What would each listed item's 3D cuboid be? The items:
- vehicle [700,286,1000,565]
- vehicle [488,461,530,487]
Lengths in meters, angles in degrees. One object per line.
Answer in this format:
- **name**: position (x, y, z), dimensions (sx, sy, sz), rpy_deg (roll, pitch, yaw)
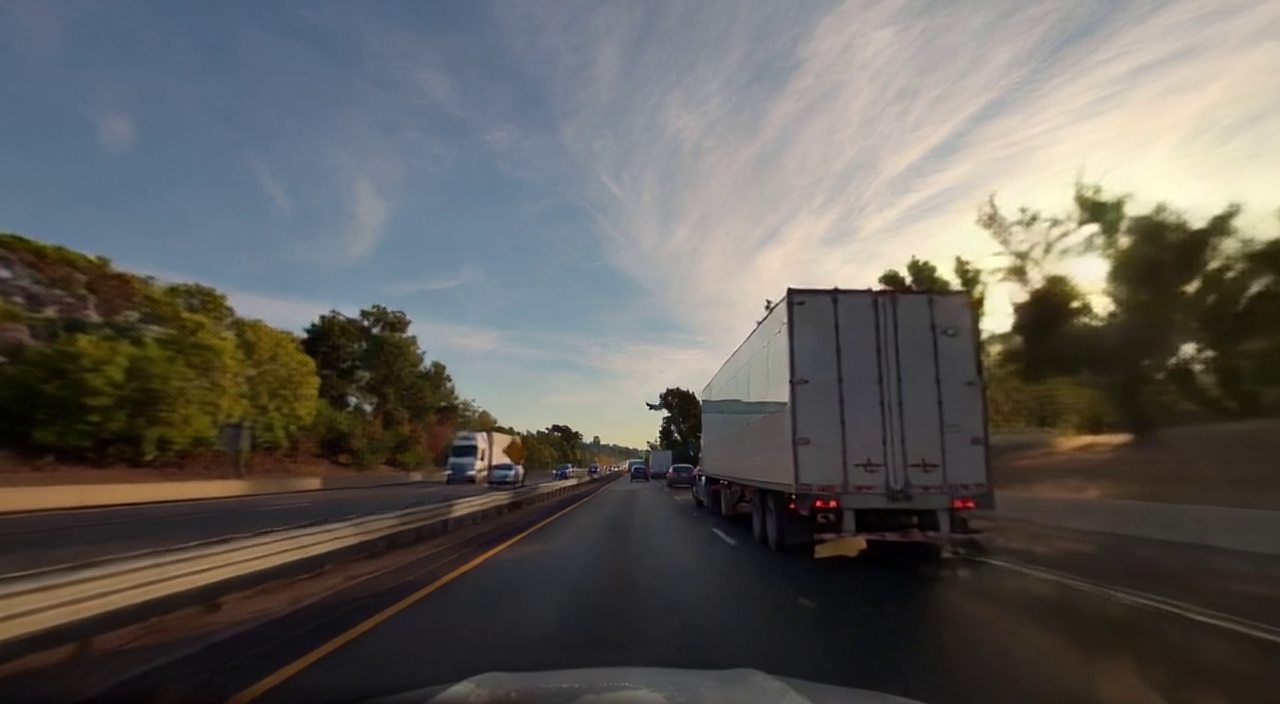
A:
- **vehicle**: position (3.699, 2.288, 16.276), dimensions (2.863, 4.088, 14.040), rpy_deg (1, -10, 0)
- **vehicle**: position (-9.307, 8.688, 45.053), dimensions (1.996, 1.740, 4.245), rpy_deg (1, -10, 0)
